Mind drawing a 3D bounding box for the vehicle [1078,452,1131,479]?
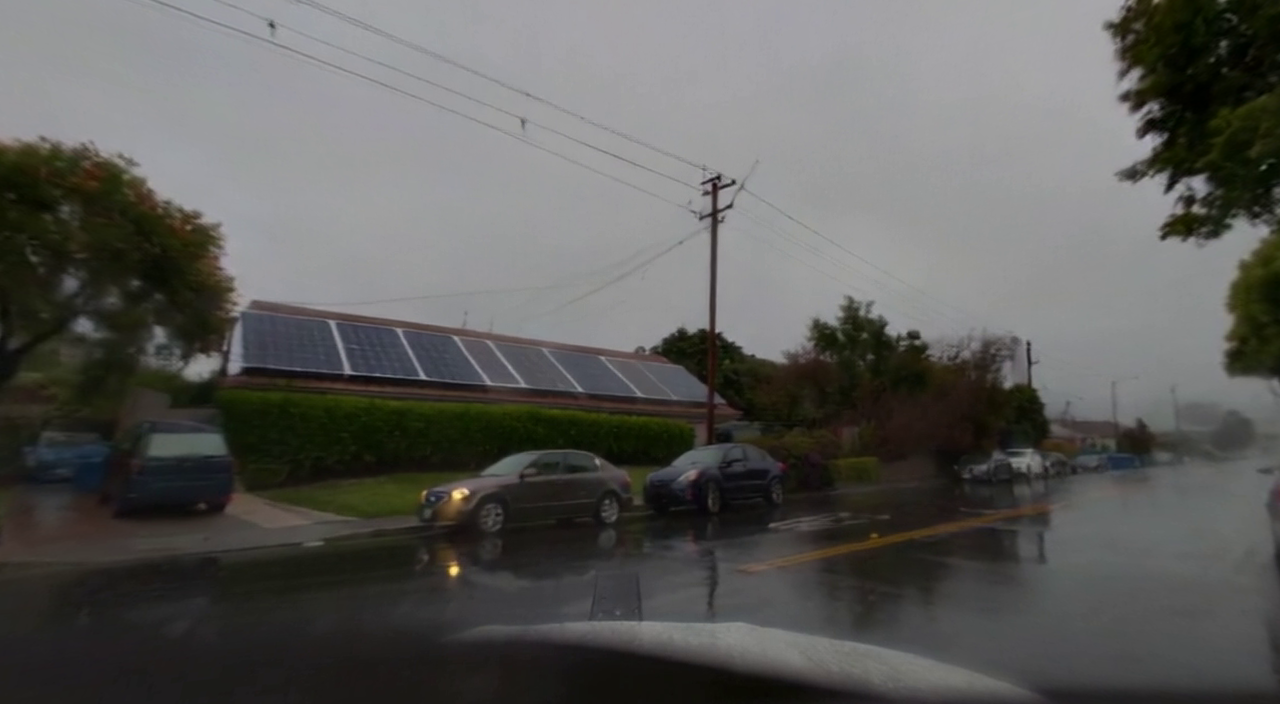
[{"bbox_3d":[29.037,7.033,39.324,4.068,1.470,1.921,8,-11,-44],"label":"vehicle"}]

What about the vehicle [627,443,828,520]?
[{"bbox_3d":[2.065,2.755,13.950,4.601,1.406,1.848,7,-13,-42],"label":"vehicle"}]

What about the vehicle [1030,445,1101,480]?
[{"bbox_3d":[21.669,5.634,31.988,4.483,1.563,1.818,11,-15,-41],"label":"vehicle"}]

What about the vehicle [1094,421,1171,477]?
[{"bbox_3d":[35.497,6.924,45.278,8.004,3.648,2.896,7,-11,-43],"label":"vehicle"}]

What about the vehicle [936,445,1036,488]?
[{"bbox_3d":[13.493,4.440,24.453,4.676,1.472,1.901,9,-16,-43],"label":"vehicle"}]

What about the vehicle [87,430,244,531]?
[{"bbox_3d":[-8.602,2.170,11.308,1.876,1.476,3.484,7,-10,-41],"label":"vehicle"}]

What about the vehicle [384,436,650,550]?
[{"bbox_3d":[-1.860,2.214,10.323,3.838,1.488,1.805,10,-13,-42],"label":"vehicle"}]
